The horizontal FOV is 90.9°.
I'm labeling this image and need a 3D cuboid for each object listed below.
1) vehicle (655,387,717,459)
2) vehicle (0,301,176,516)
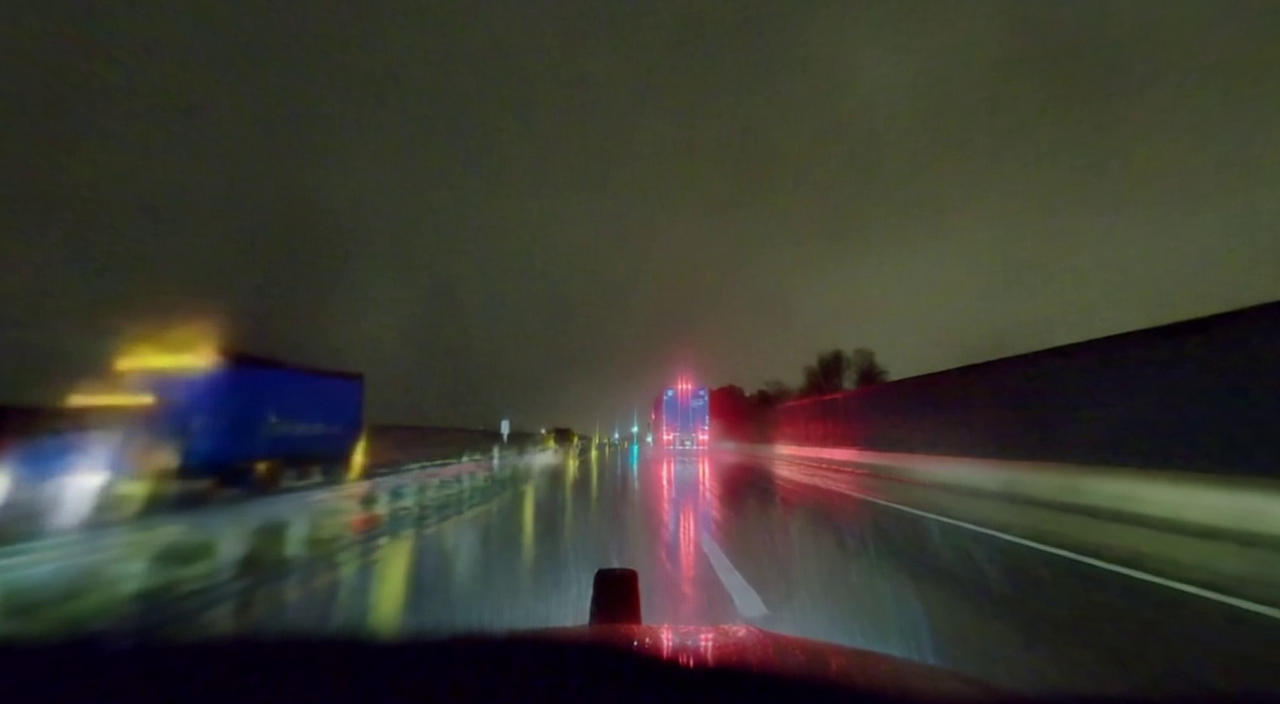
[{"bbox_3d":[2.727,4.885,42.286,2.924,4.024,13.639,0,-8,-1],"label":"vehicle"},{"bbox_3d":[-14.446,1.346,14.221,2.993,4.321,6.272,0,-8,0],"label":"vehicle"}]
